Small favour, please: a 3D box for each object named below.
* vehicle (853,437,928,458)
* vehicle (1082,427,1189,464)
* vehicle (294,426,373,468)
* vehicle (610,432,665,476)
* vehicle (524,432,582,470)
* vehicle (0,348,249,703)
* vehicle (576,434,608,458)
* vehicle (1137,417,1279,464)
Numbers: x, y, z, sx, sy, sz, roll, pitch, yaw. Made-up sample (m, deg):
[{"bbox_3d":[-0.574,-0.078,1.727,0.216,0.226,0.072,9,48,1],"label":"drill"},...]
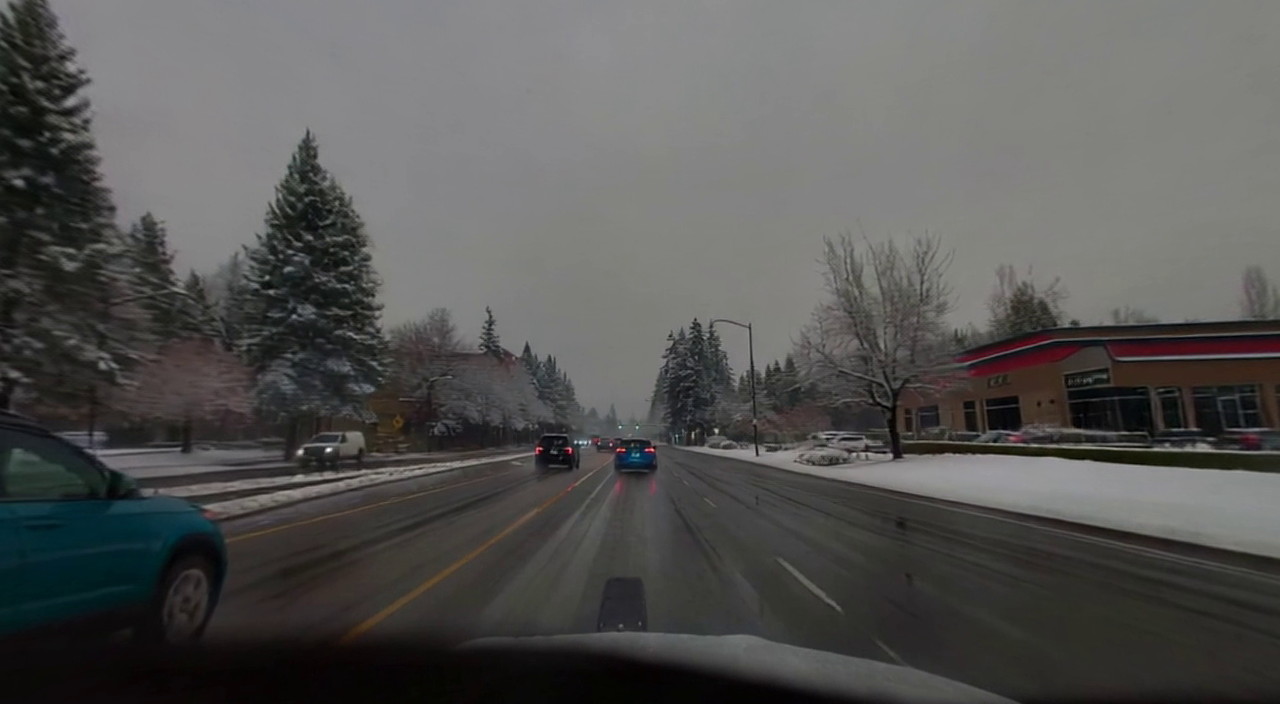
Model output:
[{"bbox_3d":[17.762,6.772,44.669,4.460,1.449,1.959,0,-8,-2],"label":"vehicle"},{"bbox_3d":[19.827,3.760,25.287,1.466,1.357,3.288,1,-8,-3],"label":"vehicle"},{"bbox_3d":[-20.259,6.328,41.906,2.398,2.537,5.723,0,-8,-1],"label":"vehicle"},{"bbox_3d":[-0.099,4.117,25.496,2.042,1.641,4.187,0,-8,0],"label":"vehicle"},{"bbox_3d":[-4.090,4.749,30.277,2.113,1.713,4.422,0,-8,0],"label":"vehicle"},{"bbox_3d":[-3.697,0.739,2.114,2.070,1.641,4.152,0,-8,0],"label":"vehicle"},{"bbox_3d":[-3.646,7.272,48.615,2.047,1.810,4.414,0,-8,1],"label":"vehicle"},{"bbox_3d":[22.627,3.527,24.668,2.079,1.656,4.564,1,-10,-6],"label":"vehicle"}]
